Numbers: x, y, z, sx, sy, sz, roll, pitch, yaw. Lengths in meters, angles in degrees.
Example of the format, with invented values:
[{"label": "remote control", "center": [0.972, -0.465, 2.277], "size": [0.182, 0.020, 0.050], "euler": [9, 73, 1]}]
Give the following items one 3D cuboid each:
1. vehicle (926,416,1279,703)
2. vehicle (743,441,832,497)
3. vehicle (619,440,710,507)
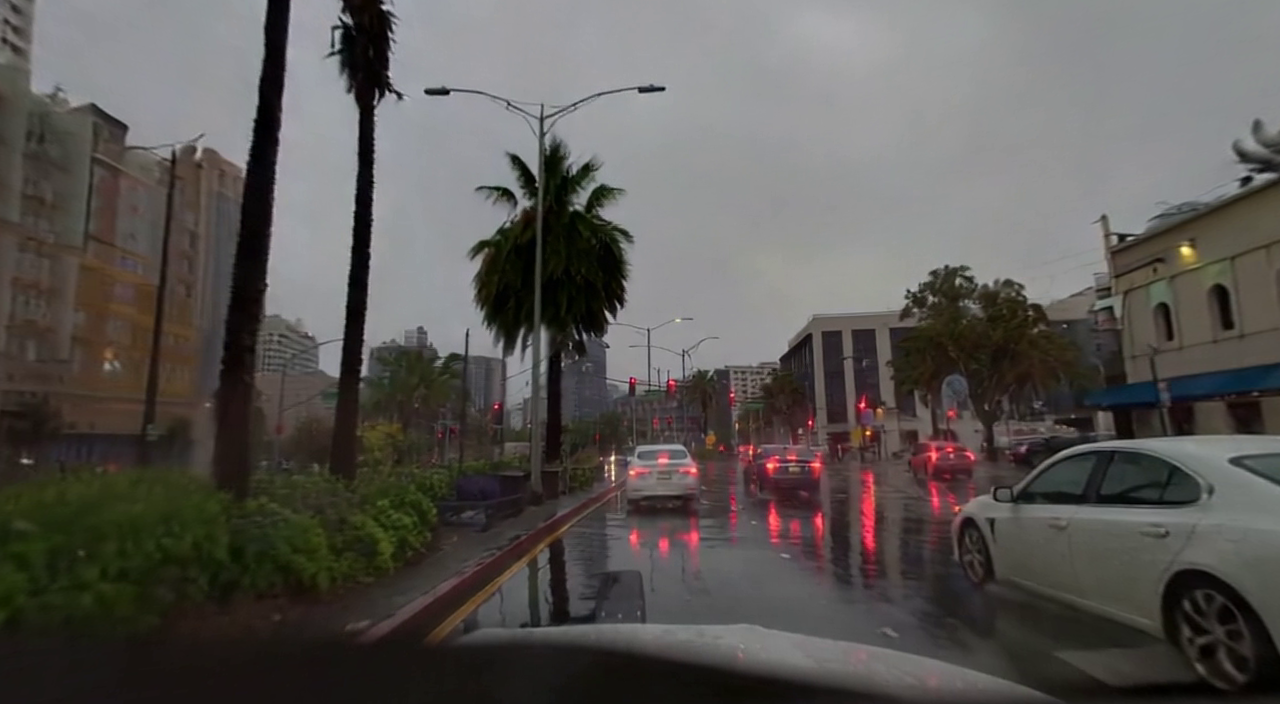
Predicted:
[{"label": "vehicle", "center": [3.915, 1.243, 4.305], "size": [1.913, 1.469, 4.425], "euler": [0, -9, 1]}, {"label": "vehicle", "center": [4.344, 3.502, 19.307], "size": [1.920, 1.490, 4.417], "euler": [-1, -9, 4]}, {"label": "vehicle", "center": [0.675, 3.060, 16.333], "size": [2.078, 1.503, 3.681], "euler": [-1, -9, 4]}]
